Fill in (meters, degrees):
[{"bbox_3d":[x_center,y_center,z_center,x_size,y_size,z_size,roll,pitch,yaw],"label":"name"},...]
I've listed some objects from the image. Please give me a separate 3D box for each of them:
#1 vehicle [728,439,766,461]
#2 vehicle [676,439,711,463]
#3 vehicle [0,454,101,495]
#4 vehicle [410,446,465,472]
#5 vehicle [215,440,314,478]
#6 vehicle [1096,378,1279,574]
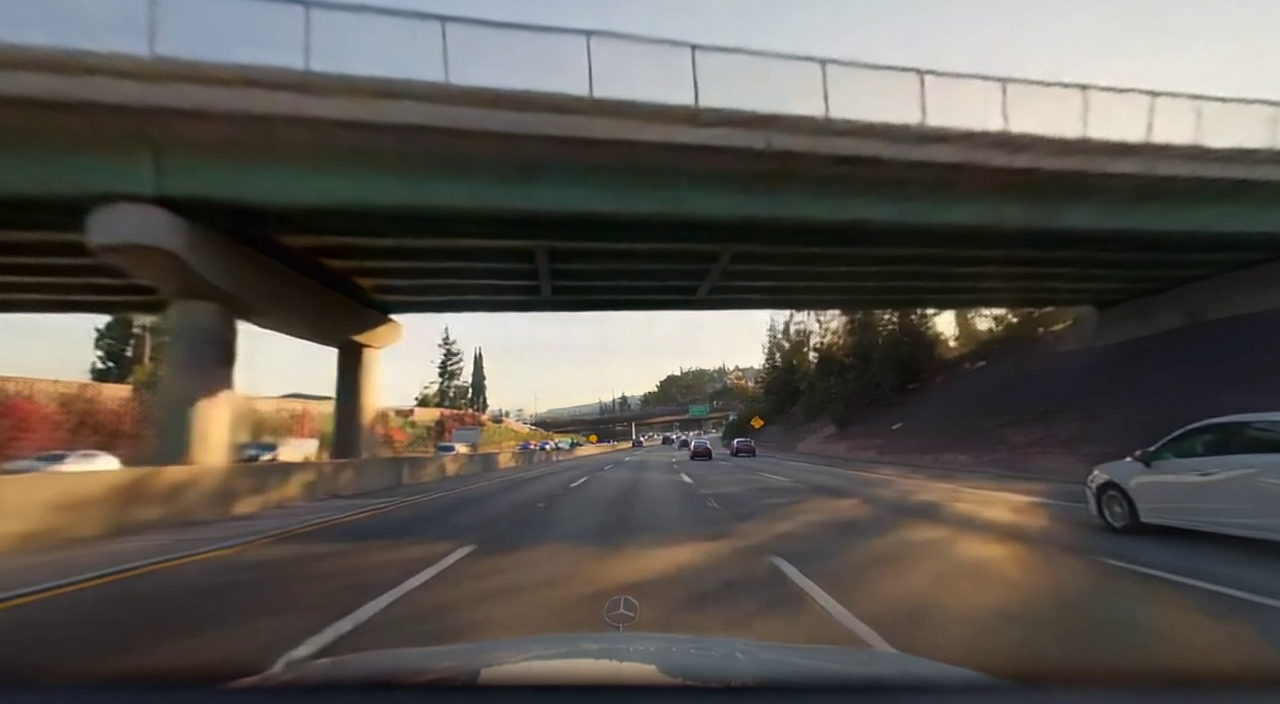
[{"bbox_3d":[7.688,7.121,45.922,1.989,1.529,4.375,0,-9,0],"label":"vehicle"},{"bbox_3d":[3.452,6.535,41.653,1.981,1.471,4.342,-1,-9,1],"label":"vehicle"},{"bbox_3d":[-28.168,5.650,29.429,2.018,1.692,4.563,-1,-9,1],"label":"vehicle"},{"bbox_3d":[-14.098,7.445,44.232,2.106,1.674,4.768,-1,-9,2],"label":"vehicle"},{"bbox_3d":[-27.967,7.940,47.510,2.508,2.445,7.434,1,-8,3],"label":"vehicle"},{"bbox_3d":[6.992,1.111,5.647,2.087,1.806,4.946,0,-9,0],"label":"vehicle"}]
